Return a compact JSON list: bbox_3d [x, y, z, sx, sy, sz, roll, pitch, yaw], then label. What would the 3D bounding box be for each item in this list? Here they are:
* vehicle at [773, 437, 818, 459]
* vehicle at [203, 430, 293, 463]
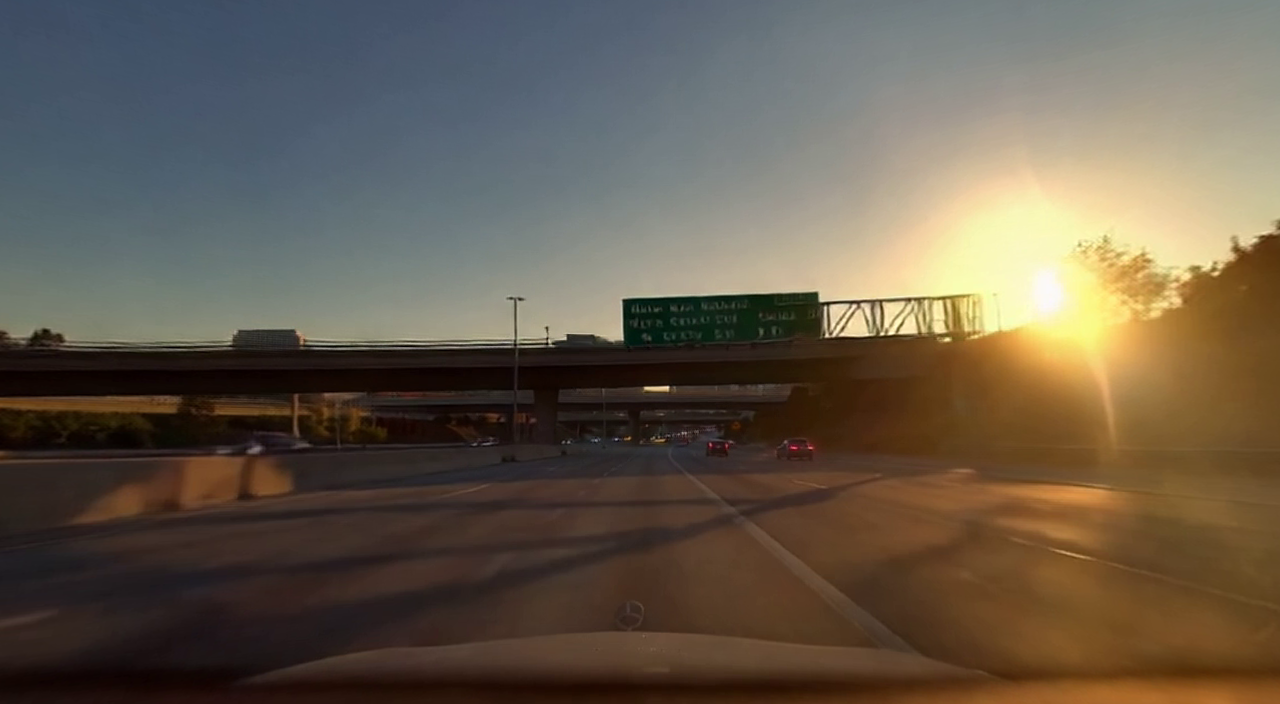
[{"bbox_3d":[11.027,6.820,44.938,2.000,1.514,4.585,-1,-8,0],"label":"vehicle"},{"bbox_3d":[-18.241,4.416,29.556,1.798,1.431,3.672,0,-8,1],"label":"vehicle"}]
